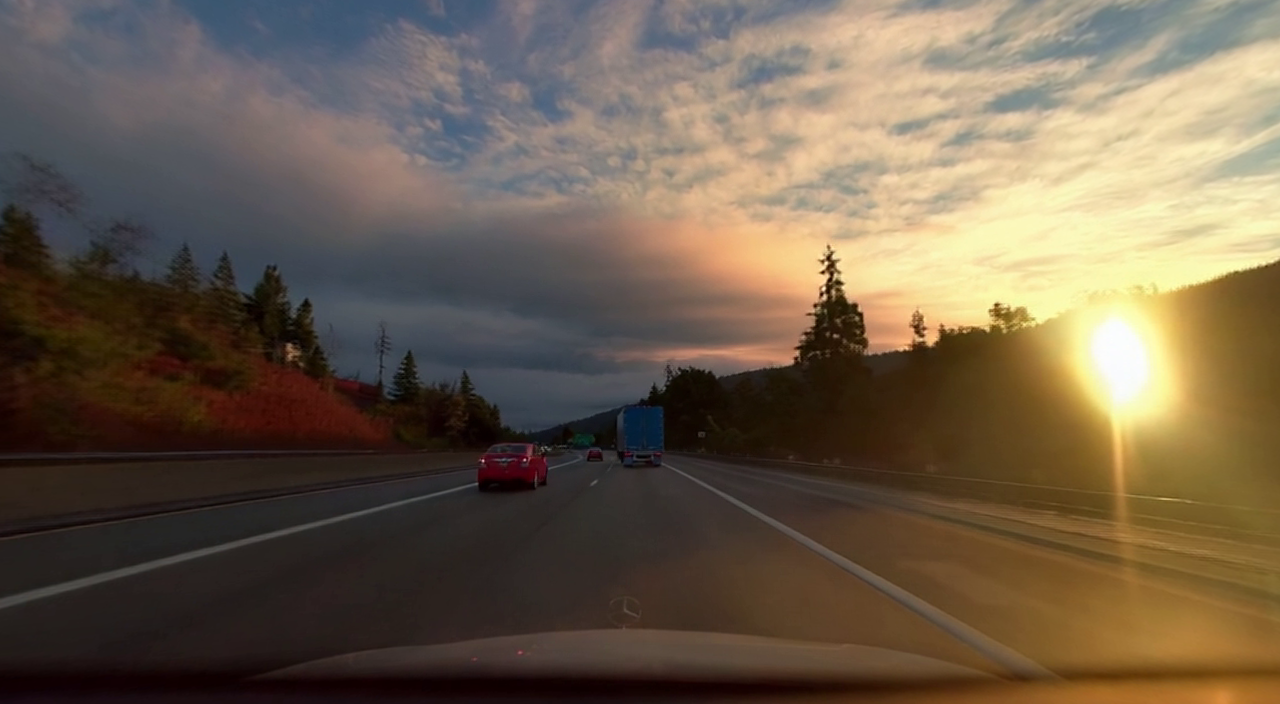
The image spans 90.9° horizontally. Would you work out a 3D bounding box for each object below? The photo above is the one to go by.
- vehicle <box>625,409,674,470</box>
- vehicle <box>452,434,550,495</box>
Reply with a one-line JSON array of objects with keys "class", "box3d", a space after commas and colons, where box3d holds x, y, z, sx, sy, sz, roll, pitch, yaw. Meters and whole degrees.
[{"class": "vehicle", "box3d": [0.470, 5.937, 42.441, 2.893, 3.628, 9.081, 0, -9, -2]}, {"class": "vehicle", "box3d": [-3.962, 3.279, 18.680, 1.977, 1.602, 3.944, 0, -9, 1]}]
